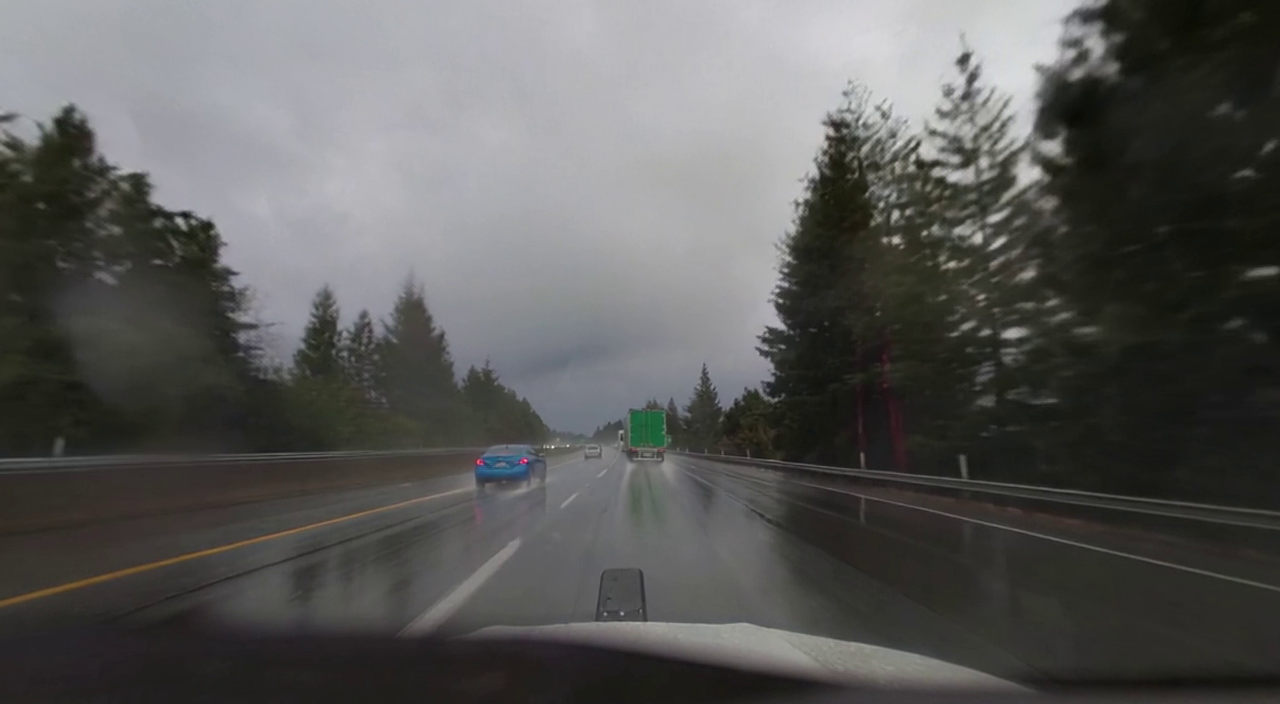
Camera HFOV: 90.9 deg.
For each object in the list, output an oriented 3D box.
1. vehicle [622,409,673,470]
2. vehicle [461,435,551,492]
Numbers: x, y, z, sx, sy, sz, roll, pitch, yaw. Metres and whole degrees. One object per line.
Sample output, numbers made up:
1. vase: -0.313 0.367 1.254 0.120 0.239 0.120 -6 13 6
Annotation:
1. vehicle: 0.318 5.907 42.065 2.893 3.628 9.081 0 -9 -3
2. vehicle: -4.134 3.498 20.069 1.977 1.602 3.944 0 -9 0
